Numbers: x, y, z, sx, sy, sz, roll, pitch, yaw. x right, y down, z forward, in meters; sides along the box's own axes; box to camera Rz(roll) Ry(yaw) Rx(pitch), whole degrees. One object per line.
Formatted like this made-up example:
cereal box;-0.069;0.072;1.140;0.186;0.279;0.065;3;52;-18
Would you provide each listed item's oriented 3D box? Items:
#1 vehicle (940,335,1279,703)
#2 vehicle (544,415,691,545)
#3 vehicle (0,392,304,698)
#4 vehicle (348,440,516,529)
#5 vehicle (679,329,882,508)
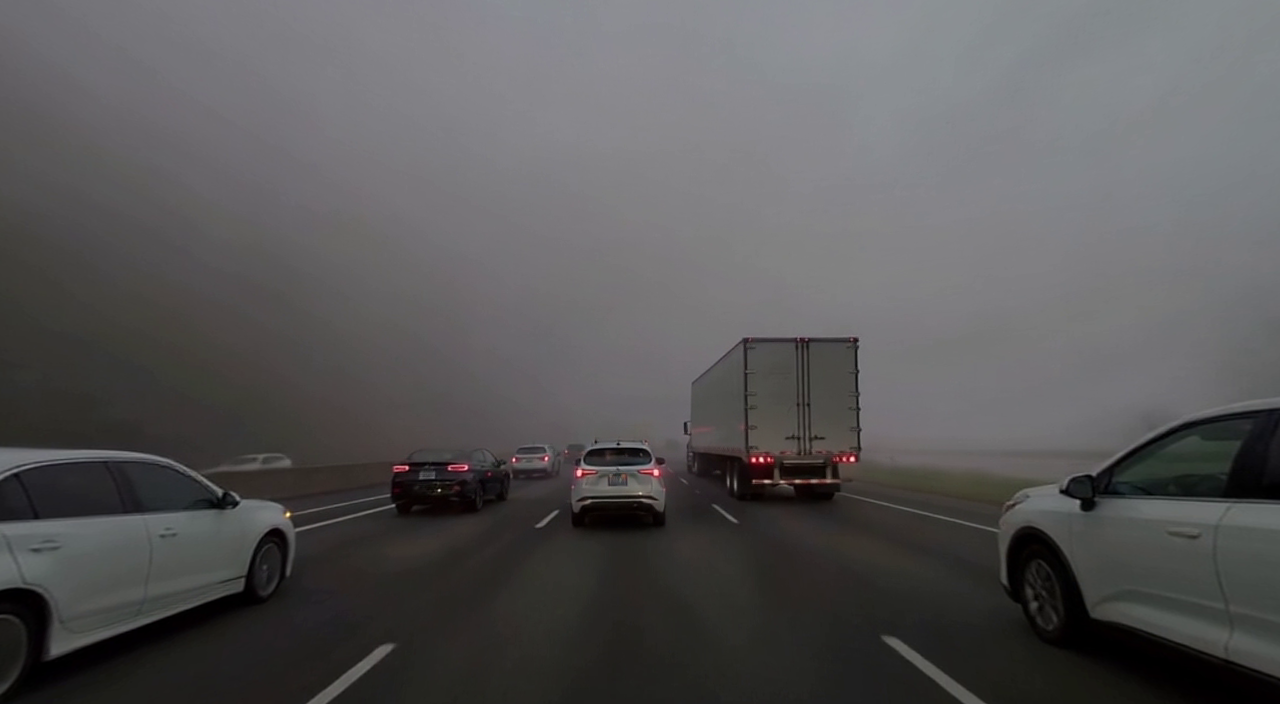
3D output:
vehicle;3.641;0.895;3.049;2.076;1.751;4.666;0;-9;0
vehicle;-0.316;2.109;10.911;2.037;1.792;4.194;0;-9;0
vehicle;-4.309;1.186;4.350;1.789;1.620;3.841;0;-9;1
vehicle;-3.989;2.605;12.984;1.923;1.503;4.293;0;-9;1
vehicle;3.666;2.695;22.229;3.186;4.111;15.553;0;-9;-2
